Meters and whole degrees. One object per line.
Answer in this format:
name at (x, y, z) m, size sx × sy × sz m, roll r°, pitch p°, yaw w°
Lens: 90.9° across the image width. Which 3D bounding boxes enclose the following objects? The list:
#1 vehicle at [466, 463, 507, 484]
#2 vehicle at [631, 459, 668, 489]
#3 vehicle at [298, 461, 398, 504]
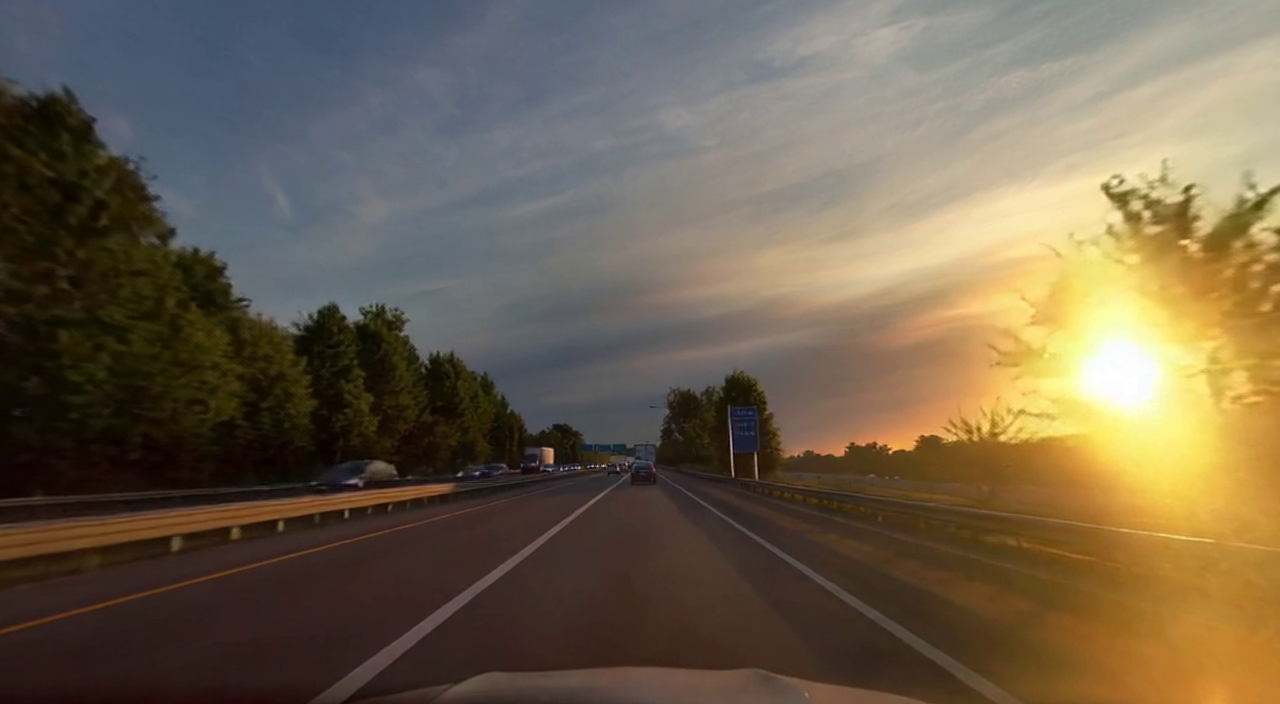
vehicle at (-11.927, 9.496, 49.280) m, size 1.883 × 1.486 × 4.813 m, roll 0°, pitch -10°, yaw 2°
vehicle at (0.547, 7.334, 38.033) m, size 2.048 × 1.663 × 4.377 m, roll 1°, pitch -10°, yaw 0°
vehicle at (-11.113, 4.994, 24.336) m, size 1.798 × 1.447 × 4.131 m, roll 1°, pitch -10°, yaw 1°
